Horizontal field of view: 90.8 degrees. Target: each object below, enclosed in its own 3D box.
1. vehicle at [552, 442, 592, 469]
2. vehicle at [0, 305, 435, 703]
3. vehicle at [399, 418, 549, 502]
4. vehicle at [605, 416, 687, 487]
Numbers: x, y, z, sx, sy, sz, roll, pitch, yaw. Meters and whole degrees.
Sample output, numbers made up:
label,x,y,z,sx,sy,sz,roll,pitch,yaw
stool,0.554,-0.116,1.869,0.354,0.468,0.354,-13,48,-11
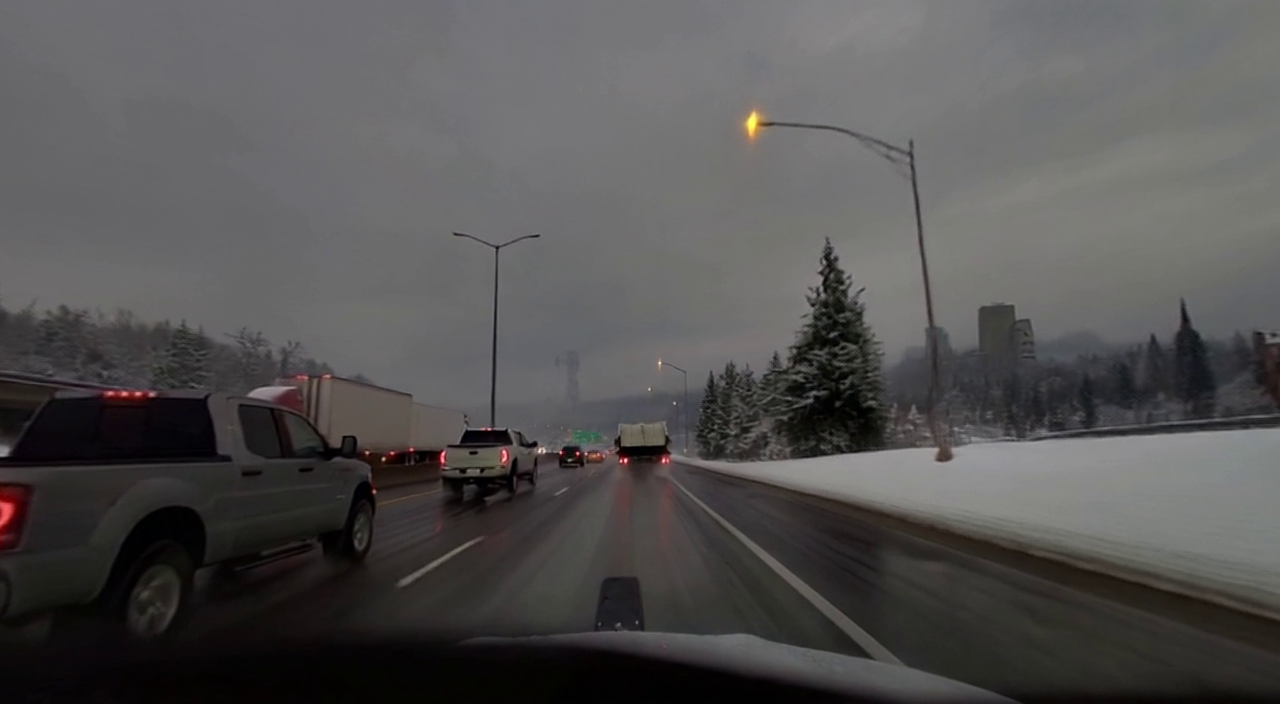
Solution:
label,x,y,z,sx,sy,sz,roll,pitch,yaw
vehicle,-4.854,7.469,45.879,2.329,1.859,4.823,0,-8,0
vehicle,-3.563,1.100,4.749,2.303,1.835,5.044,0,-8,1
vehicle,-4.345,2.982,17.842,2.575,1.958,5.730,0,-8,1
vehicle,0.071,4.058,26.084,2.886,2.471,7.692,0,-8,-2
